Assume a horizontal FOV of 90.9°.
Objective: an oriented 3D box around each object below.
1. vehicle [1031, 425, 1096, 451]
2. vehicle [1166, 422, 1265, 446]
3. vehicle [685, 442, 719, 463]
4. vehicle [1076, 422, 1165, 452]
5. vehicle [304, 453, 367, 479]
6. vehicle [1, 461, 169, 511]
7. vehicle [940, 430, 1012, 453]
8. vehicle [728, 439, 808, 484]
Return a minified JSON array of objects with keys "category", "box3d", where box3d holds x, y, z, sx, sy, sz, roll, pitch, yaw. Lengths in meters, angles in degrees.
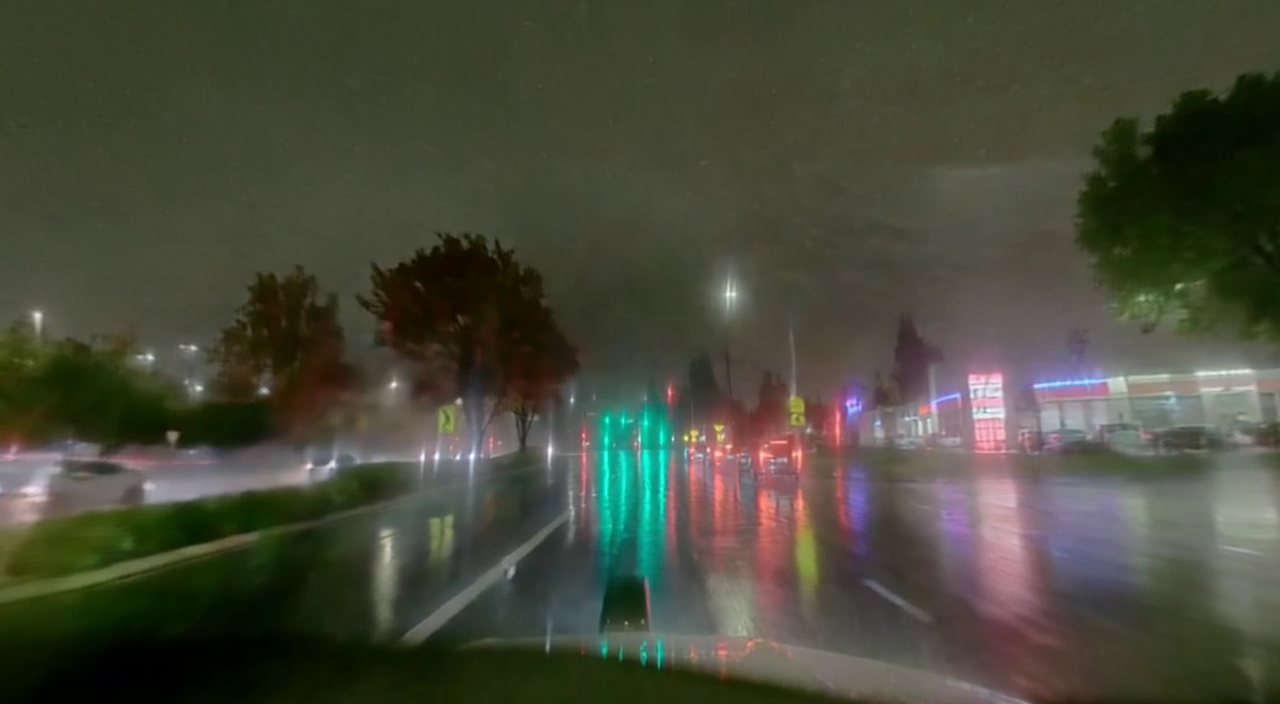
[{"category":"vehicle","box3d":[29.406,5.980,43.770,3.978,1.515,1.859,-1,-8,-27]},{"category":"vehicle","box3d":[39.392,5.664,43.234,2.342,1.427,4.442,3,-9,-35]},{"category":"vehicle","box3d":[4.548,7.442,46.762,1.939,1.474,4.716,0,-8,-1]},{"category":"vehicle","box3d":[29.265,5.166,38.624,1.811,1.664,5.065,-3,-7,6]},{"category":"vehicle","box3d":[-20.615,7.692,42.910,1.936,1.603,4.714,0,-8,0]},{"category":"vehicle","box3d":[-20.264,4.870,23.392,1.891,1.498,4.815,0,-8,-1]},{"category":"vehicle","box3d":[23.967,6.434,45.086,1.837,1.536,4.036,6,-11,-37]},{"category":"vehicle","box3d":[4.461,3.873,22.607,1.913,1.463,4.198,0,-8,-1]}]
